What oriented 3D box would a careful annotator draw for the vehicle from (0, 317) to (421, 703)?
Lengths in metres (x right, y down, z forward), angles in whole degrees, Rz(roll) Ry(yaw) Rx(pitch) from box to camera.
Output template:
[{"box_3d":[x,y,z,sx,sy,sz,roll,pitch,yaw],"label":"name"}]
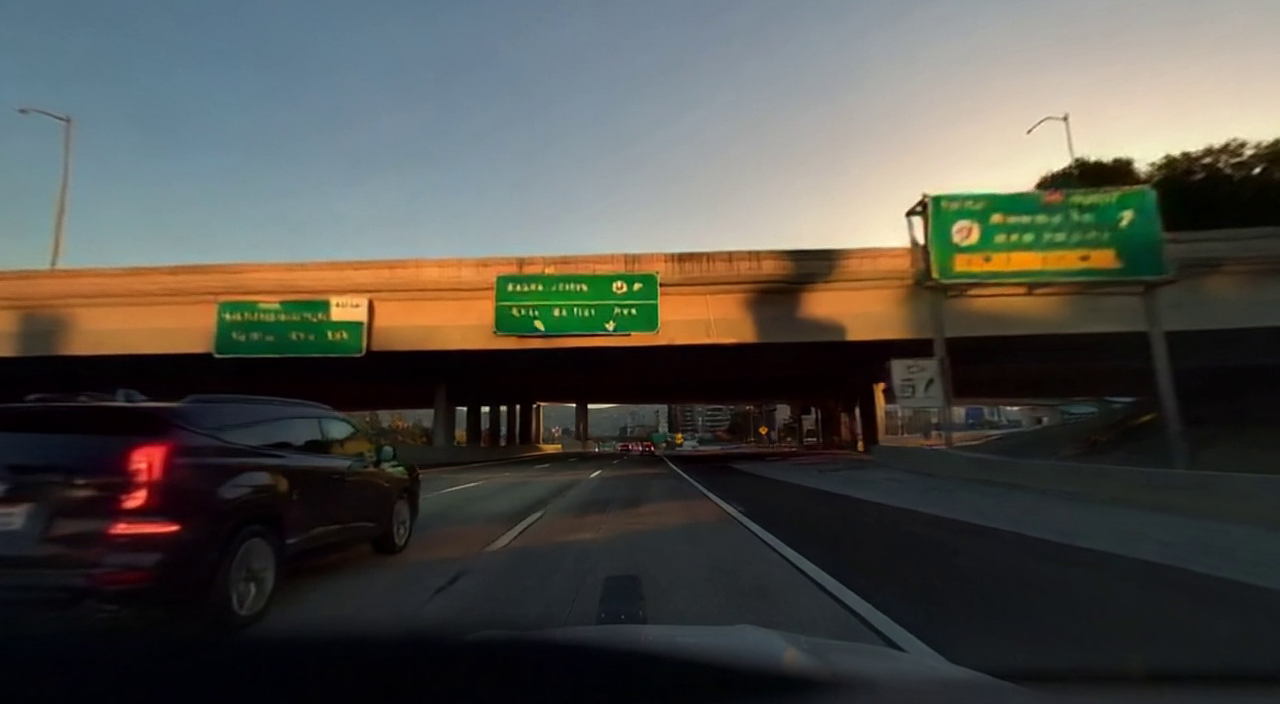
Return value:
[{"box_3d":[-3.319,0.998,3.867,2.203,1.734,4.600,0,-9,1],"label":"vehicle"}]
